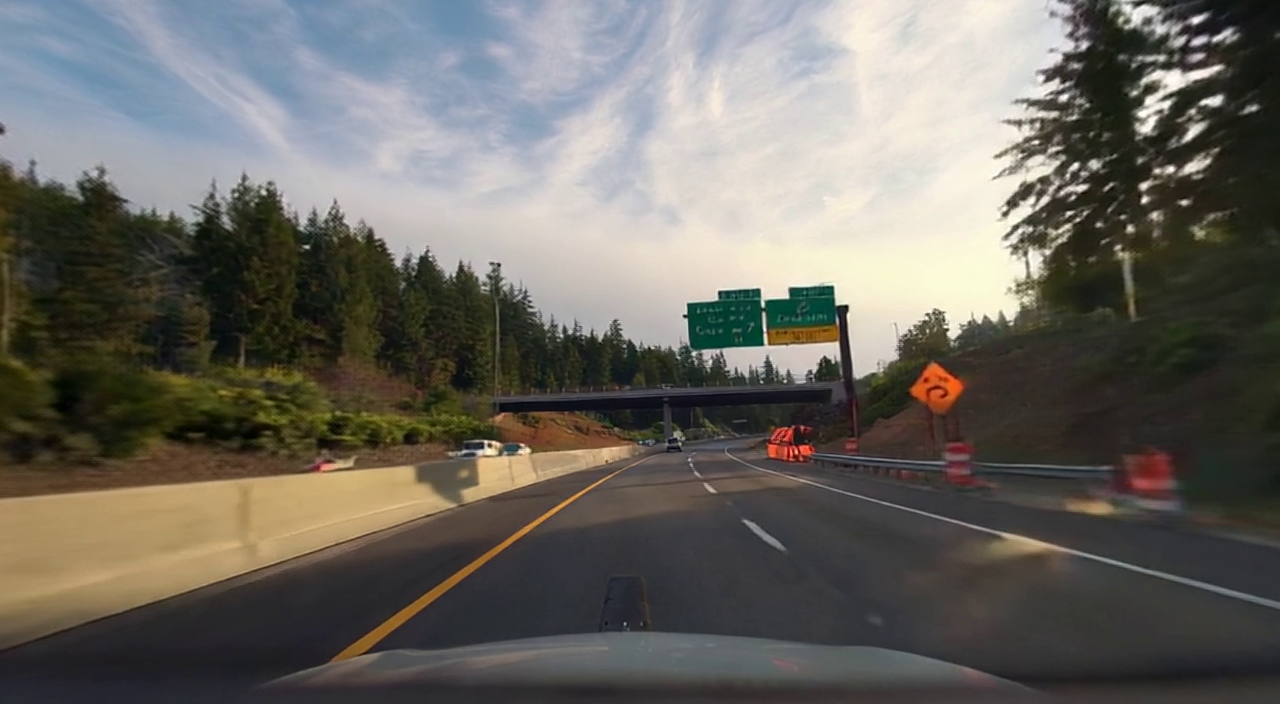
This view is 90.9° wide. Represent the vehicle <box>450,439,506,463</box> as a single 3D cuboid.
[{"bbox_3d":[-12.288,7.511,48.205,2.324,1.720,5.521,-1,-8,6],"label":"vehicle"}]
